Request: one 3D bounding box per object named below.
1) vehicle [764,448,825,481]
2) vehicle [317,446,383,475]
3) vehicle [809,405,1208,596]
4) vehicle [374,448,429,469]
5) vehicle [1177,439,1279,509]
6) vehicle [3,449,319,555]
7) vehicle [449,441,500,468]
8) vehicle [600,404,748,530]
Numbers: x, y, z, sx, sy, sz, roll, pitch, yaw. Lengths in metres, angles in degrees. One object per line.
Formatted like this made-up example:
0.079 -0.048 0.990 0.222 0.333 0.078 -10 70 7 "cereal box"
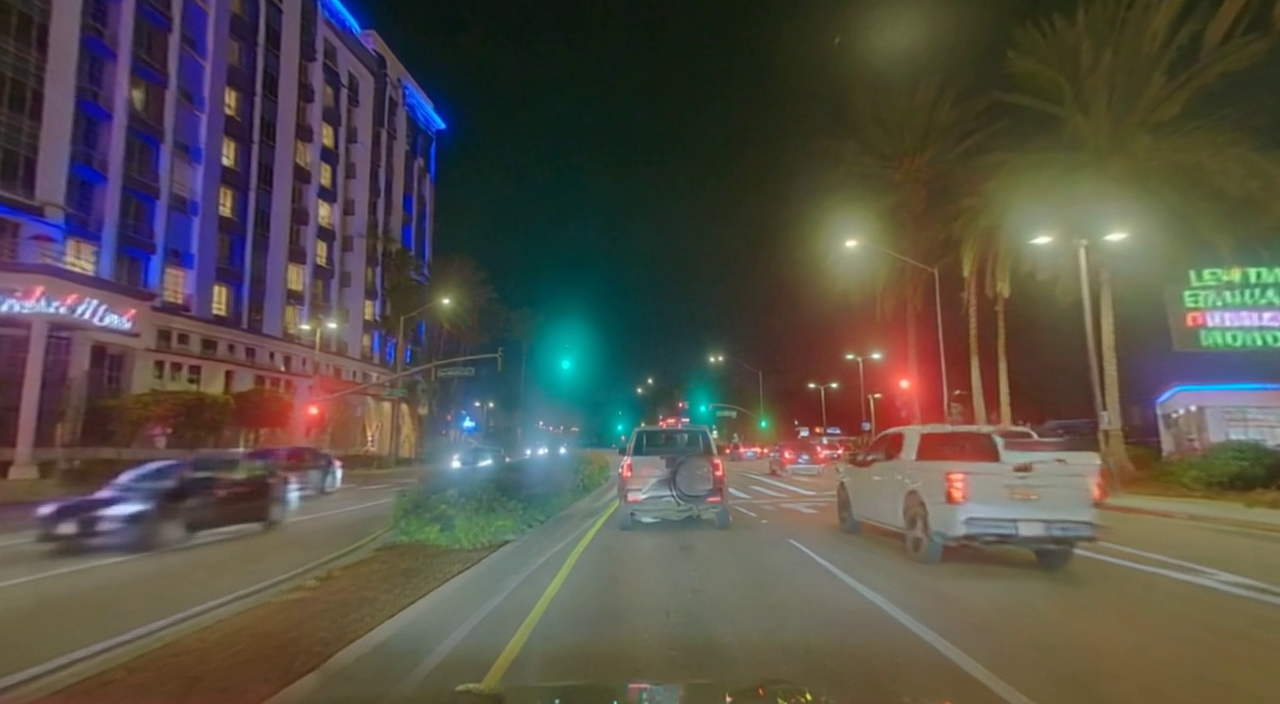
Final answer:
7.652 5.587 31.677 1.958 1.523 4.553 0 -9 1 "vehicle"
-18.404 6.897 40.287 1.972 1.694 4.466 0 -9 1 "vehicle"
4.051 1.730 8.311 2.283 1.738 4.916 0 -9 0 "vehicle"
-18.074 8.051 48.013 2.070 1.499 4.851 -1 -9 3 "vehicle"
15.402 2.938 15.650 1.930 1.522 4.528 -4 -9 25 "vehicle"
-8.187 2.555 11.545 2.061 1.496 4.600 -1 -9 2 "vehicle"
-11.238 7.013 43.211 2.134 1.699 4.342 -1 -9 2 "vehicle"
0.614 2.352 13.463 2.487 2.115 5.444 0 -9 1 "vehicle"
